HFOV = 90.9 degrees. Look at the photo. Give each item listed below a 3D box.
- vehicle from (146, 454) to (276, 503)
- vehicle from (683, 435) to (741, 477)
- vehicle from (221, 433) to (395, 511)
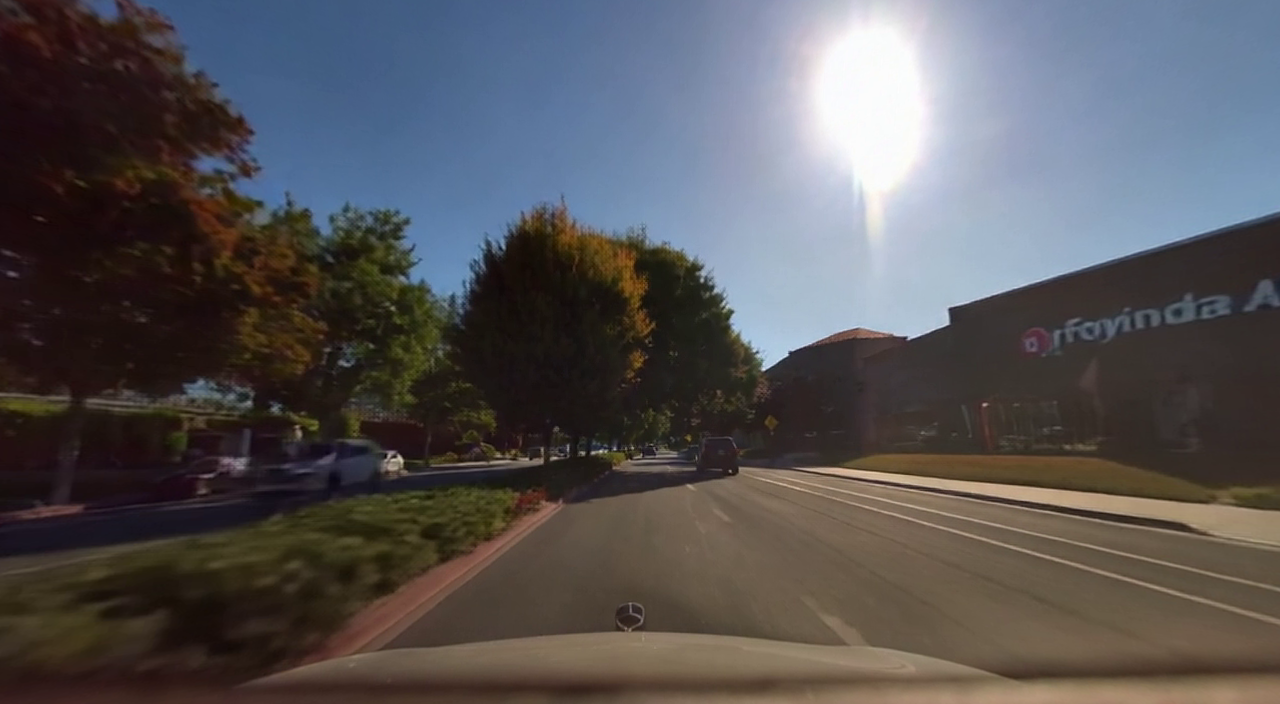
[{"bbox_3d":[-16.406,4.819,24.459,1.848,1.641,4.644,0,-8,-1],"label":"vehicle"},{"bbox_3d":[3.265,4.822,29.451,2.143,1.759,4.378,0,-9,-1],"label":"vehicle"},{"bbox_3d":[-8.426,3.070,16.601,2.040,1.729,4.566,0,-9,1],"label":"vehicle"}]
